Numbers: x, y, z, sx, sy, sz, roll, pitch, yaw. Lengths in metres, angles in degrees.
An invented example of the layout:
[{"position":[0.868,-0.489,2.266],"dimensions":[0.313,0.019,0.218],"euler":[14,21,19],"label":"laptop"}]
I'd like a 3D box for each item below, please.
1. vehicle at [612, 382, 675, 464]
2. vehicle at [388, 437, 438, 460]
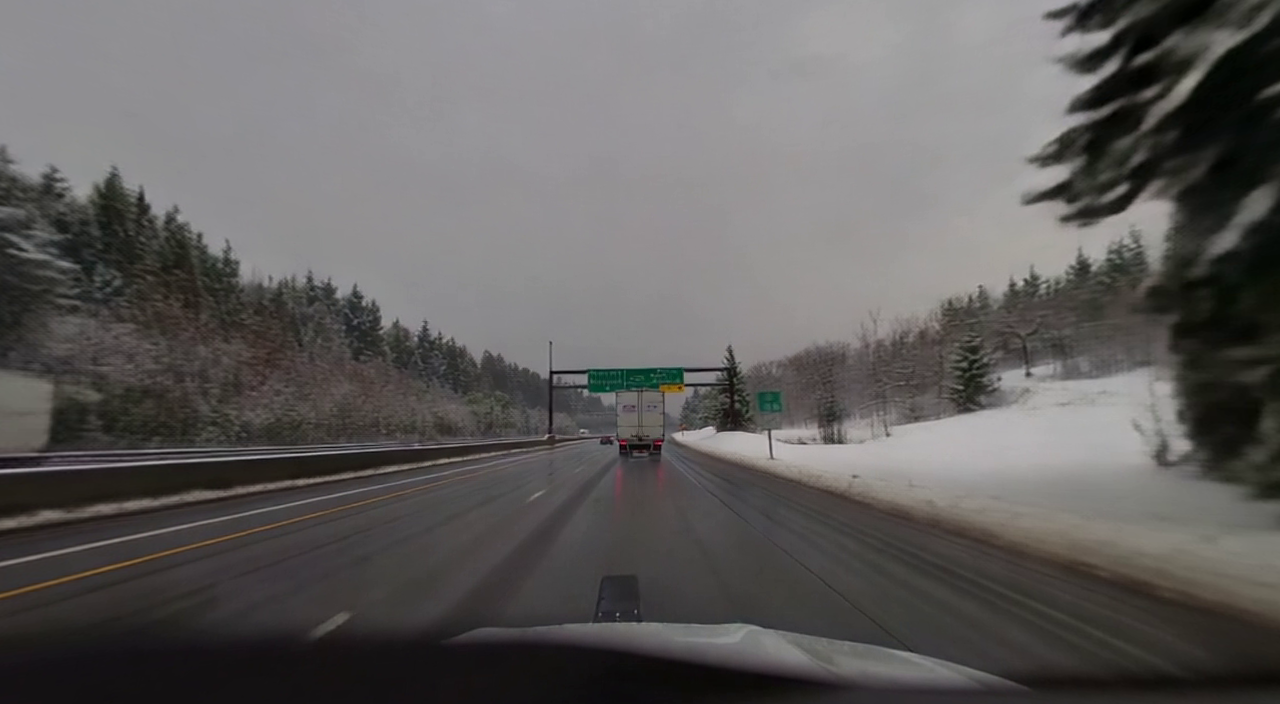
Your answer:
[{"position":[0.084,3.800,33.039],"dimensions":[2.855,3.741,8.587],"euler":[0,-8,-1],"label":"vehicle"},{"position":[-17.521,7.438,48.819],"dimensions":[2.091,1.672,4.610],"euler":[0,-8,1],"label":"vehicle"}]
